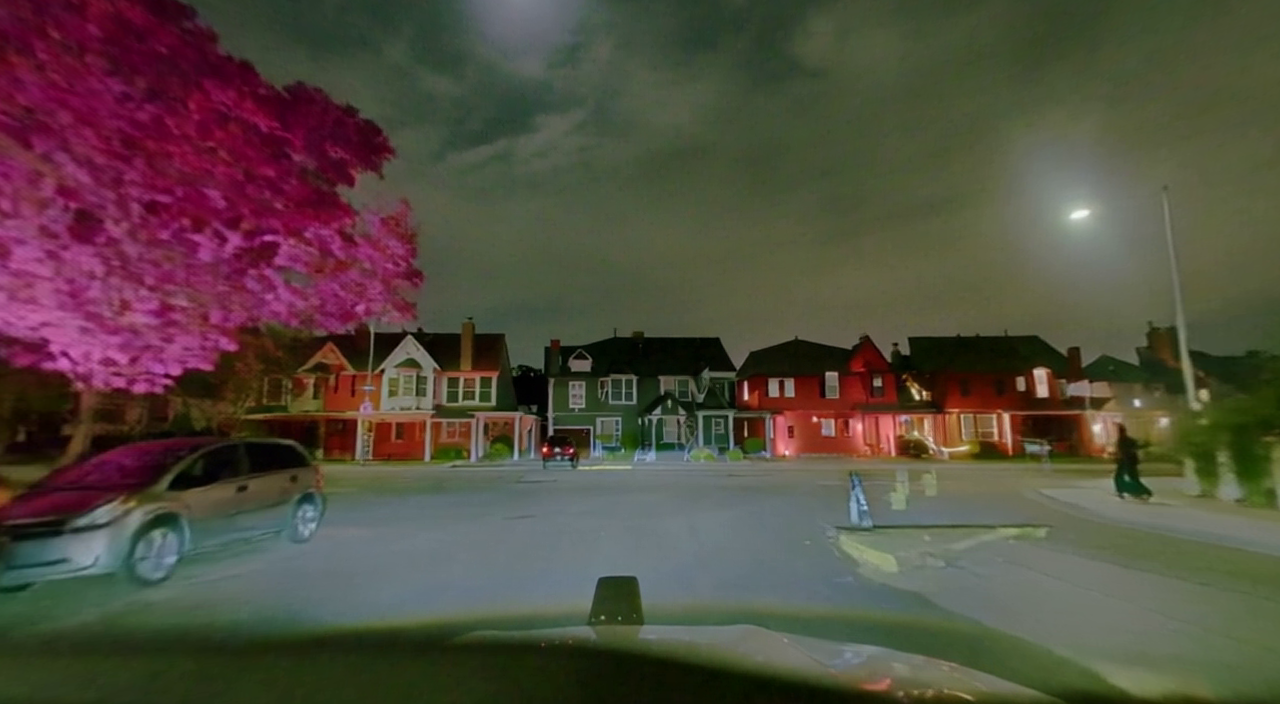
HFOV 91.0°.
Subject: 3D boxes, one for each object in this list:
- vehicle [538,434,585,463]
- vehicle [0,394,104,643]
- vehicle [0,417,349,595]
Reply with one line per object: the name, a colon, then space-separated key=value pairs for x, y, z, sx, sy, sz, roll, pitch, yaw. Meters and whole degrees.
vehicle: x=-4.321 y=5.409 z=35.422 sx=1.968 sy=1.491 sz=4.486 roll=0 pitch=-9 yaw=2
vehicle: x=-5.765 y=0.974 z=2.989 sx=2.139 sy=1.783 sz=4.717 roll=0 pitch=-9 yaw=2
vehicle: x=-6.061 y=1.861 z=8.601 sx=2.087 sy=1.697 sz=4.892 roll=0 pitch=-9 yaw=-4
